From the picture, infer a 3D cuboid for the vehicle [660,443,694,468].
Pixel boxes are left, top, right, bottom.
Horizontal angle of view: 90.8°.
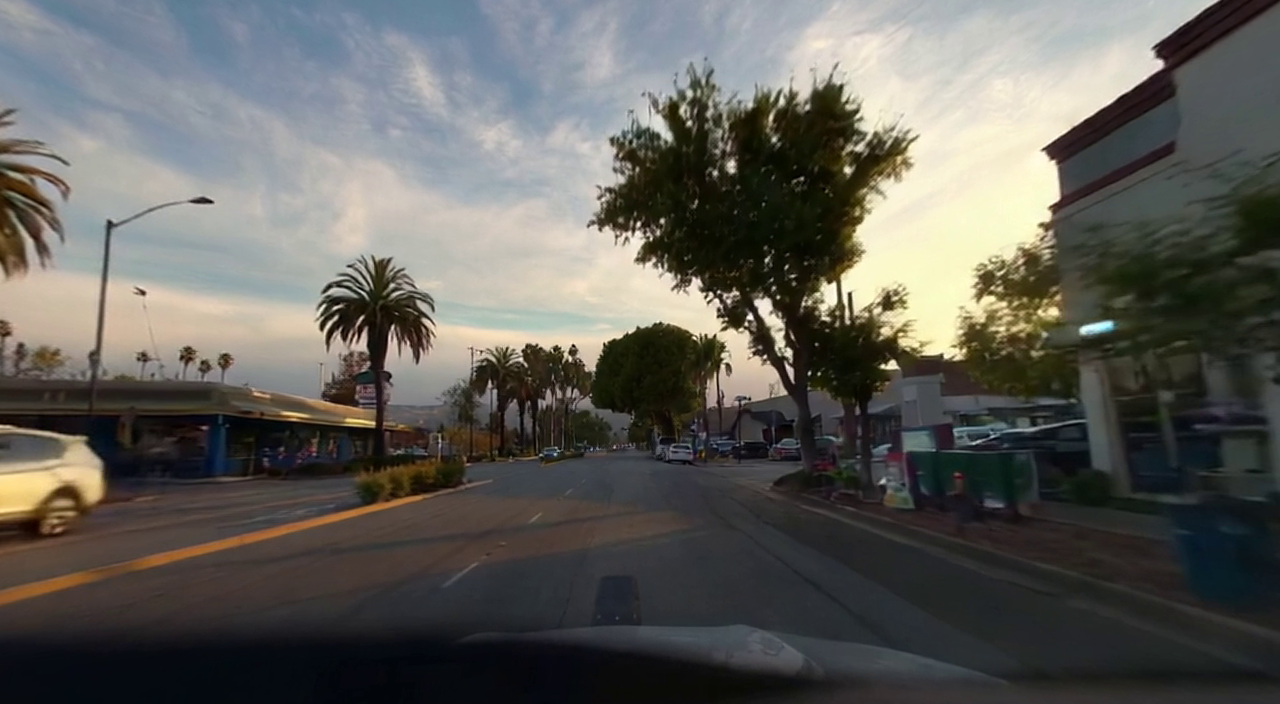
[{"bbox_3d":[2.517,7.178,44.003,2.046,1.588,4.508,0,-9,-1],"label":"vehicle"}]
